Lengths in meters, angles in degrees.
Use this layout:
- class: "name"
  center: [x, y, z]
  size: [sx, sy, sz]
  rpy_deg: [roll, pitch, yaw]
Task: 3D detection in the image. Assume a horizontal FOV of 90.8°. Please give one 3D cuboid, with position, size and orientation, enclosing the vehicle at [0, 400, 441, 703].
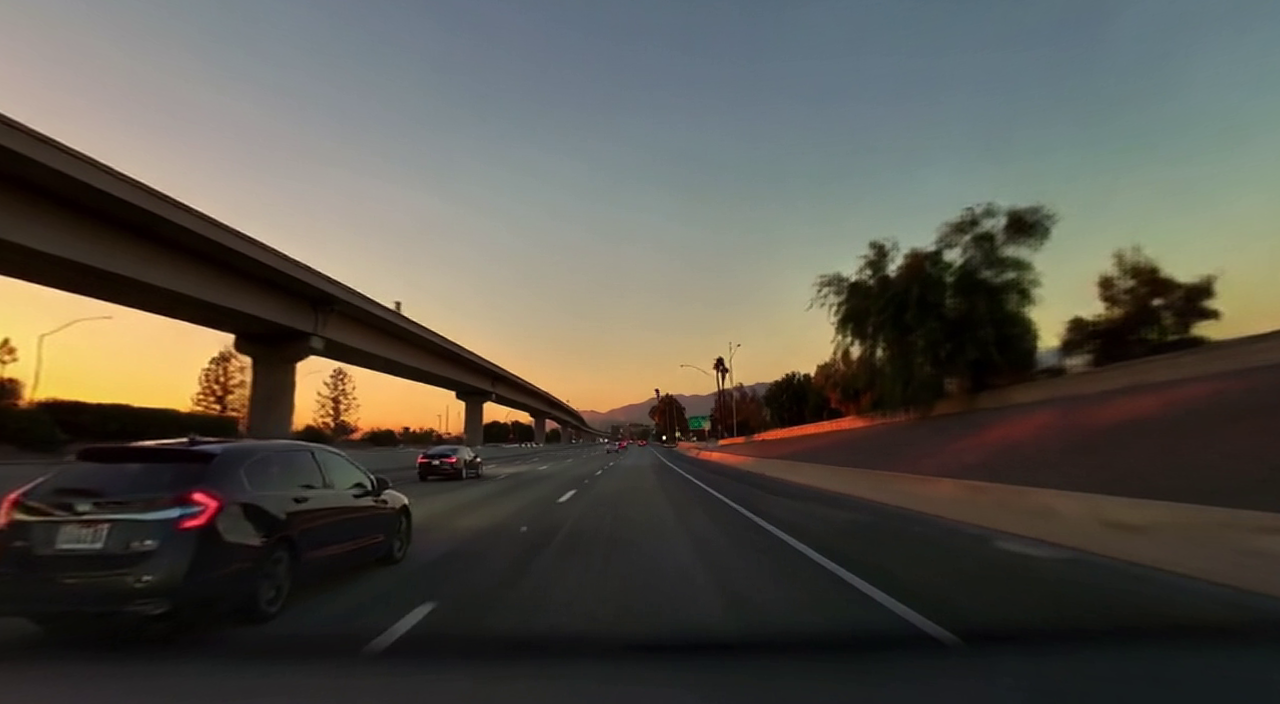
- class: "vehicle"
  center: [-3.294, 1.292, 4.922]
  size: [1.978, 1.499, 4.695]
  rpy_deg: [0, -8, 0]
